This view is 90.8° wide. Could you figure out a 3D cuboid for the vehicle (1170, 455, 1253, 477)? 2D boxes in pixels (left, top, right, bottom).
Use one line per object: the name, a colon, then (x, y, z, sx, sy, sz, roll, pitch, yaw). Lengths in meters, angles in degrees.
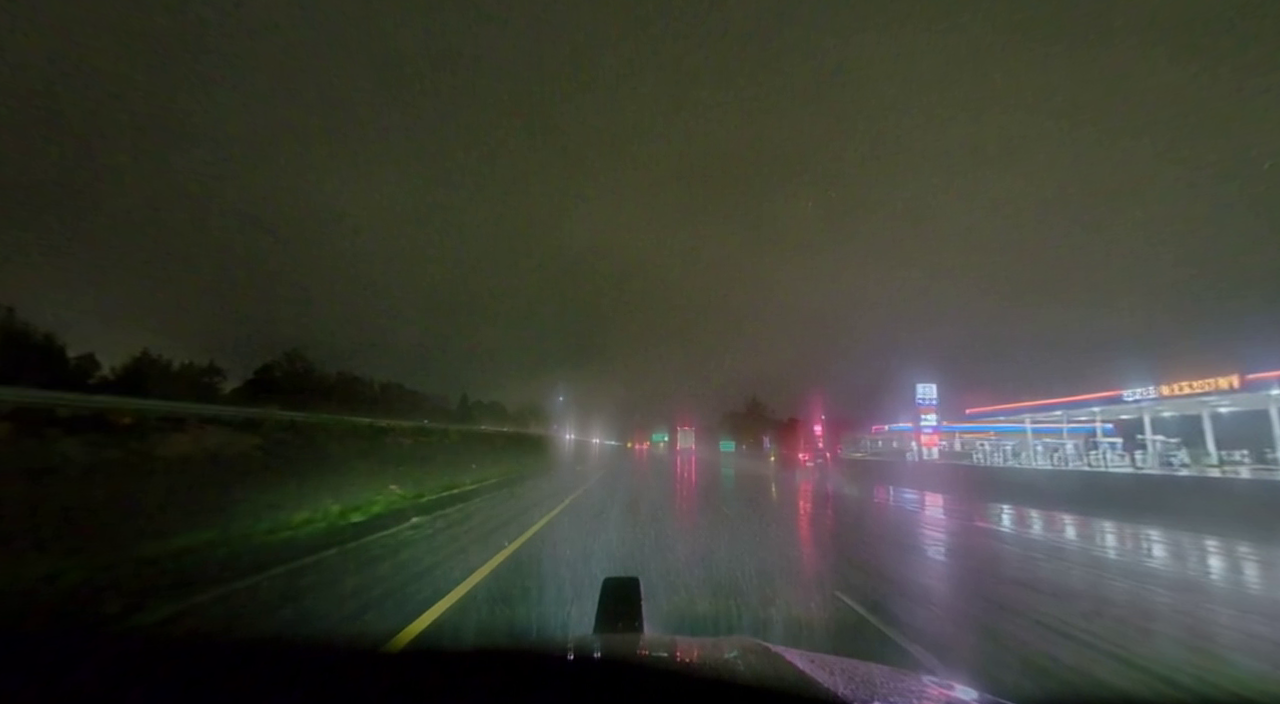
vehicle: (43.429, 8.636, 48.155, 1.820, 1.466, 4.874, 0, -8, 1)
